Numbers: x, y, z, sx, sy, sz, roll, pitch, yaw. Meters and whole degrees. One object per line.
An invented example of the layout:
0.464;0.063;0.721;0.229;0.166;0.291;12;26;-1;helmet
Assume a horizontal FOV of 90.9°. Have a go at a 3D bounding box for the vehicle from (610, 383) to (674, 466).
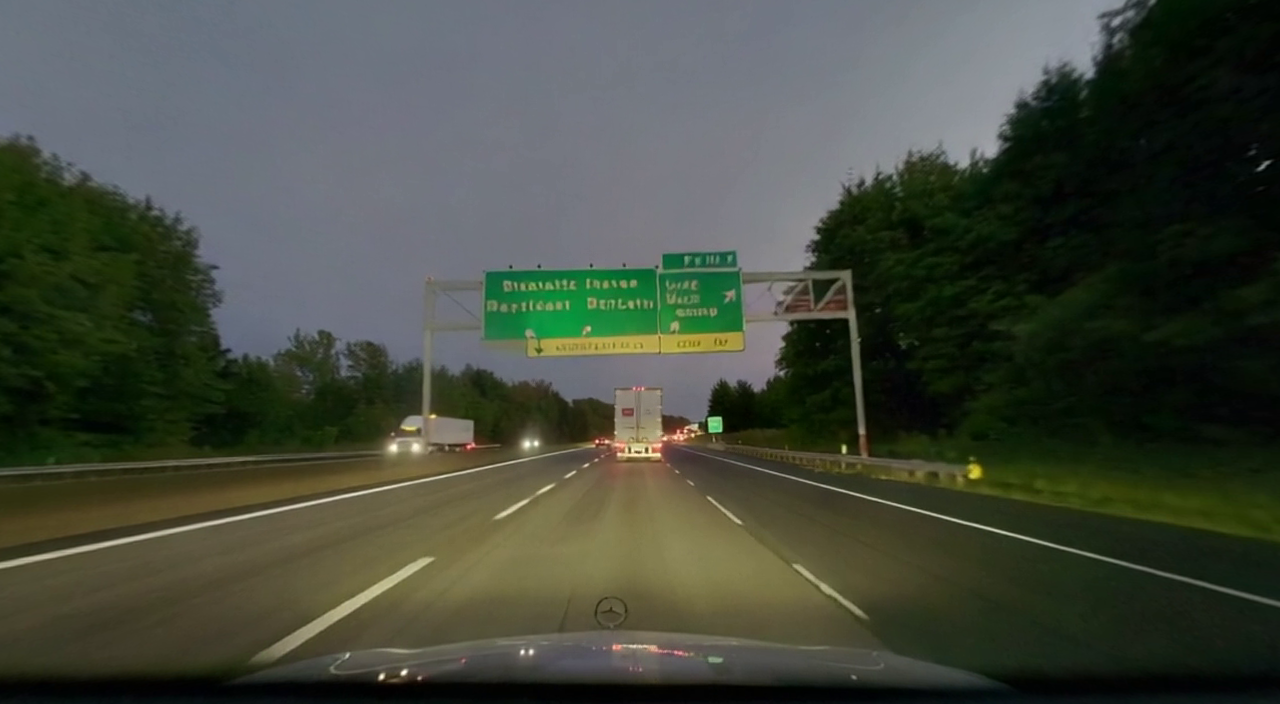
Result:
-0.005;3.829;32.589;2.855;3.741;8.587;0;-8;-1;vehicle
